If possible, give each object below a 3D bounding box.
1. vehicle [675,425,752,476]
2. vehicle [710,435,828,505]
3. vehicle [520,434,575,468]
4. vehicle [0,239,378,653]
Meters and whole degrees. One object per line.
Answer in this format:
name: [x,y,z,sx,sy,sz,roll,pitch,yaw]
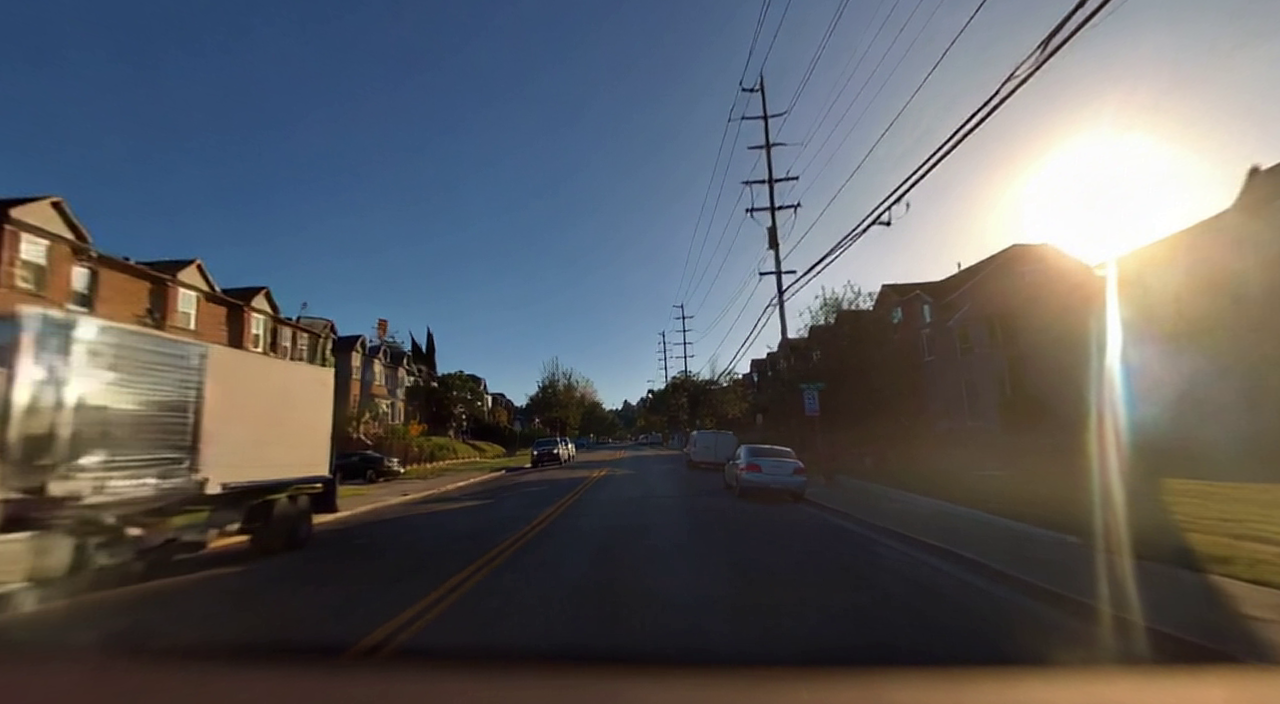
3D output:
vehicle: [3.003,4.237,27.451,2.496,1.895,6.434,0,-8,-1]
vehicle: [3.021,2.872,15.984,1.890,1.463,4.952,0,-8,-1]
vehicle: [-5.855,6.352,40.724,2.427,1.998,5.239,-1,-8,4]
vehicle: [-6.471,1.087,7.544,3.197,3.187,7.847,-3,-7,2]
